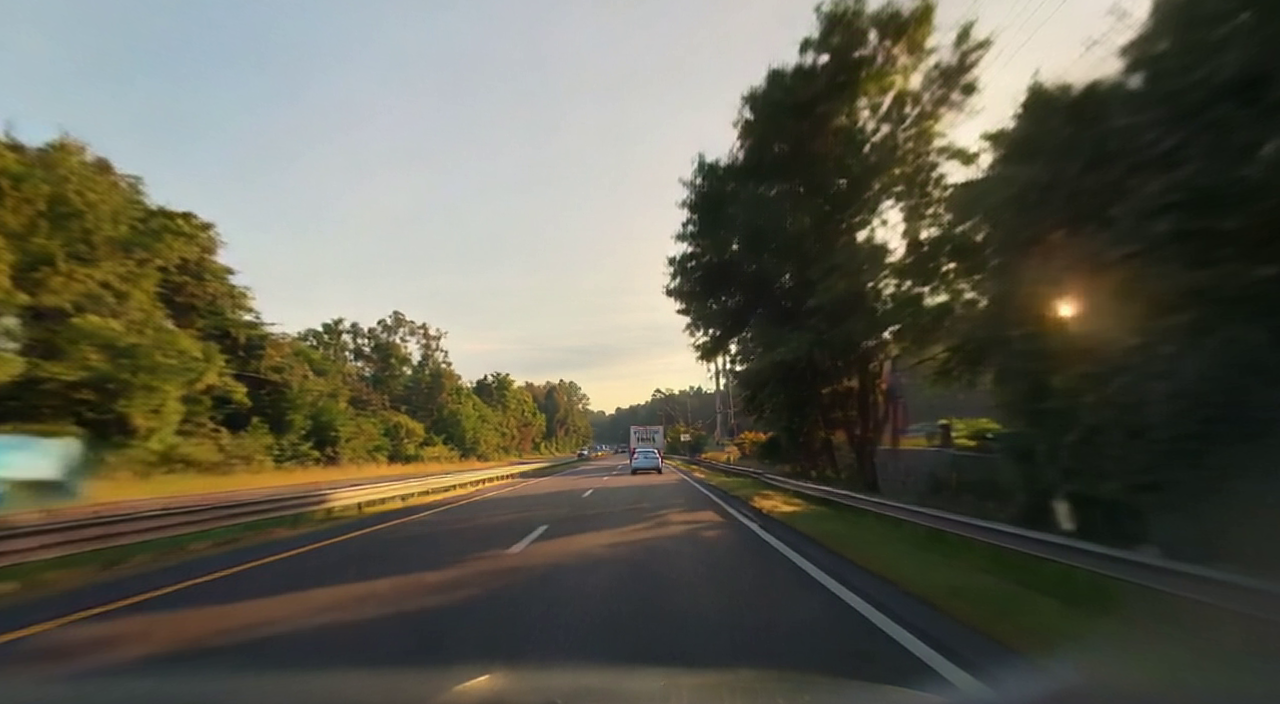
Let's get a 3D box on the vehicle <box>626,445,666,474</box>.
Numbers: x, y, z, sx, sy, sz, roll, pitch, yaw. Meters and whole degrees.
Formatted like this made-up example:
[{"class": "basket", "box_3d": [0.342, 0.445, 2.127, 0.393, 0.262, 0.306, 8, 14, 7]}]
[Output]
[{"class": "vehicle", "box_3d": [0.292, 5.834, 34.452, 2.080, 1.486, 3.813, 0, -9, 0]}]
